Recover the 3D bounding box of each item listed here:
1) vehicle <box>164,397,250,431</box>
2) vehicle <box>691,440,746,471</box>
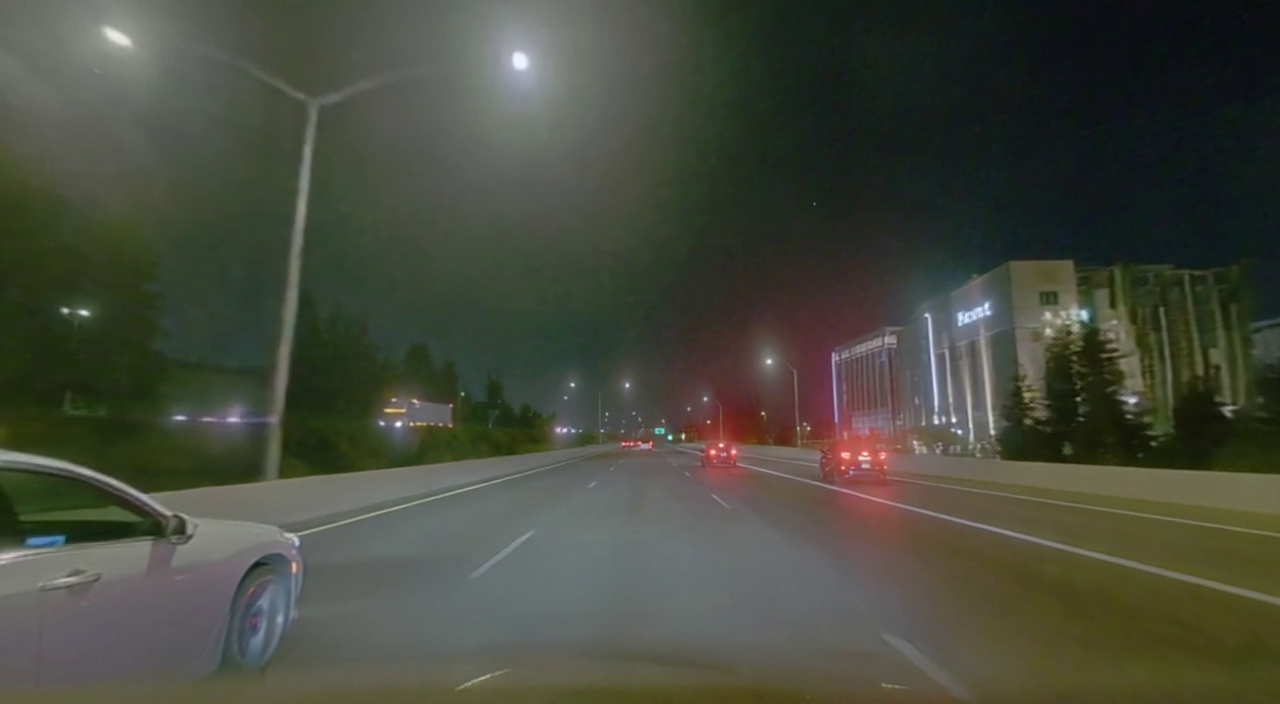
[{"bbox_3d":[-21.501,3.138,31.489,1.762,1.490,3.786,1,-9,-4],"label":"vehicle"},{"bbox_3d":[3.782,5.080,31.205,2.069,1.431,4.313,0,-8,-1],"label":"vehicle"}]
